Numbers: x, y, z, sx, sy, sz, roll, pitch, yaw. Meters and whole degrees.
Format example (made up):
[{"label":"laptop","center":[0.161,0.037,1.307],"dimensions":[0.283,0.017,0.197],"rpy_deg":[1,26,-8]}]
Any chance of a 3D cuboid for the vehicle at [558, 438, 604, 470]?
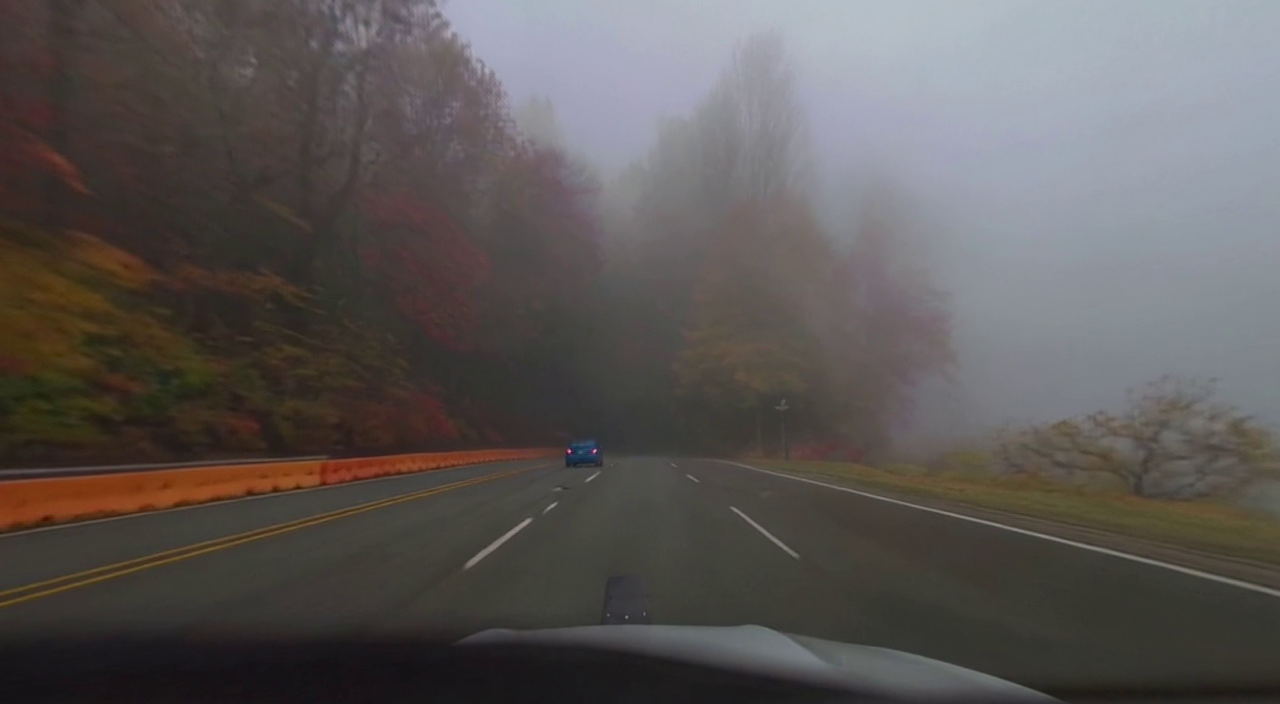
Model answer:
[{"label":"vehicle","center":[-2.901,5.141,31.897],"dimensions":[1.902,1.505,4.016],"rpy_deg":[0,-8,0]}]
